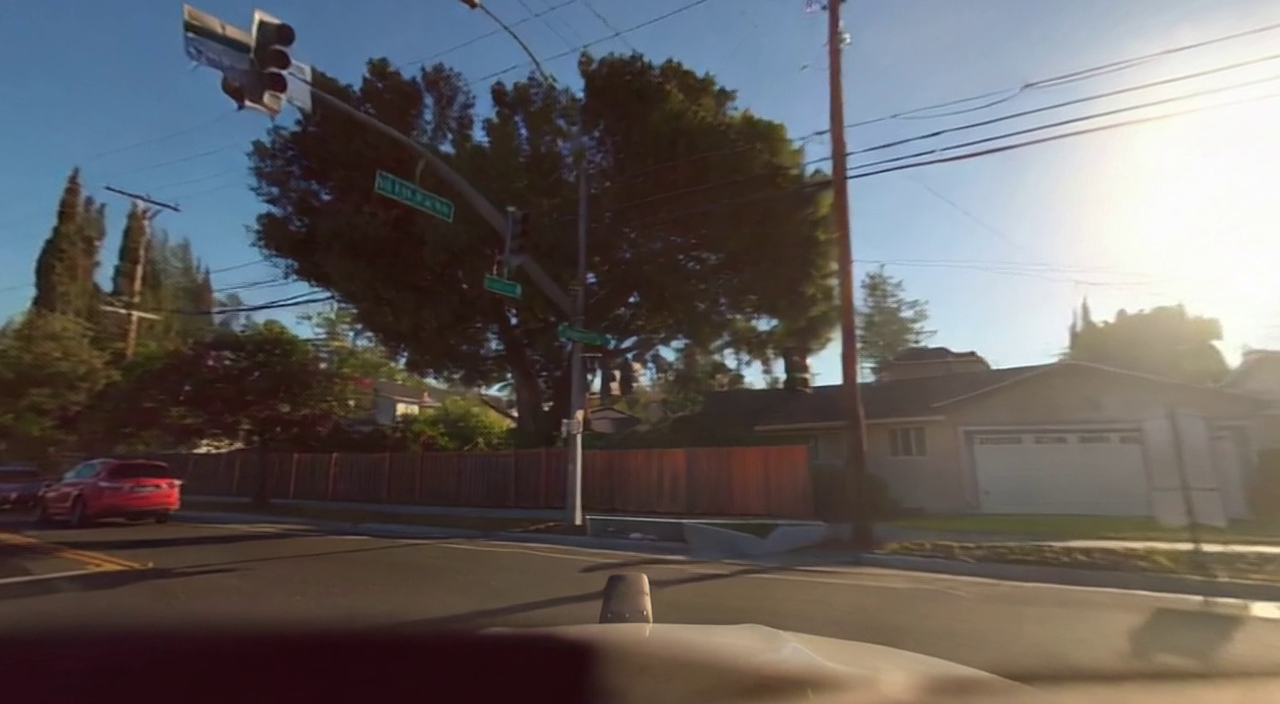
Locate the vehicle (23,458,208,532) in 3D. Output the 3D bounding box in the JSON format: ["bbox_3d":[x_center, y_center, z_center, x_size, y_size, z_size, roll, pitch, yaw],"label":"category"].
[{"bbox_3d":[-12.917,3.391,15.480,4.512,1.506,2.078,-6,-11,32],"label":"vehicle"}]
